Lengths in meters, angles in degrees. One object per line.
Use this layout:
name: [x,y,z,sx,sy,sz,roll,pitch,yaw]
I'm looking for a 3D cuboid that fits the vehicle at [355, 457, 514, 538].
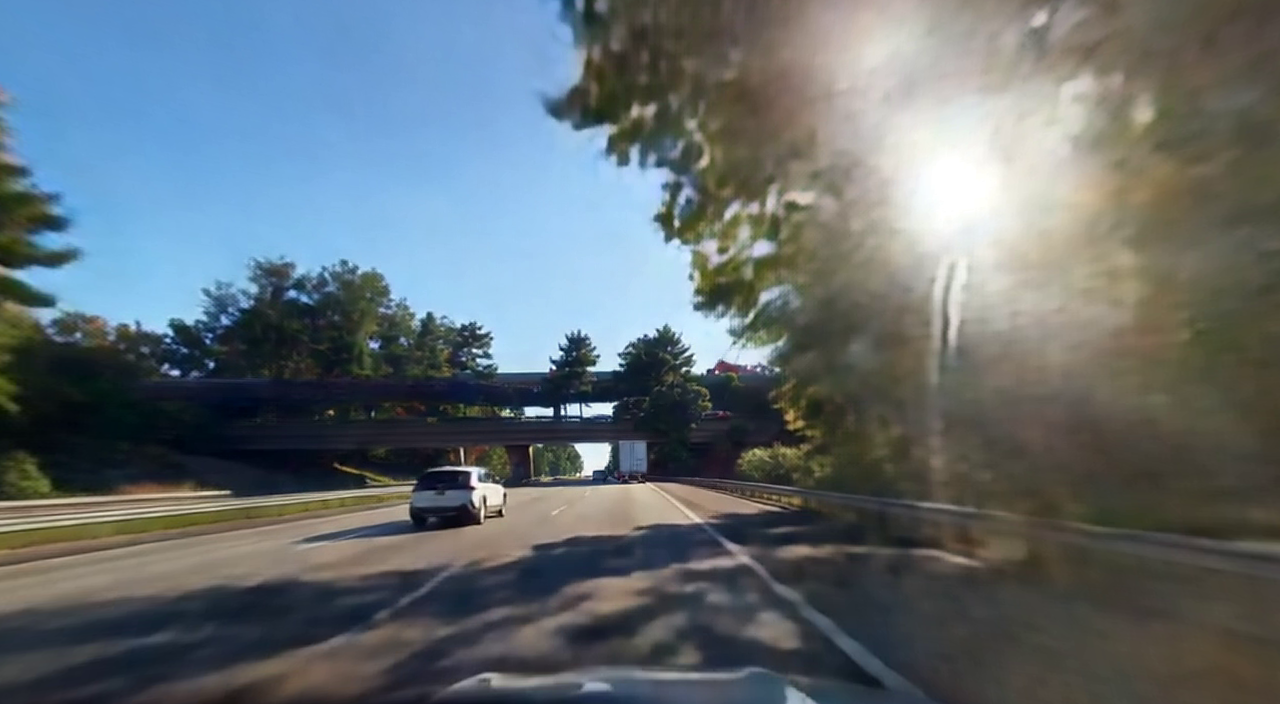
vehicle: [-4.333,3.182,14.262,1.950,1.460,4.812,1,-11,0]
